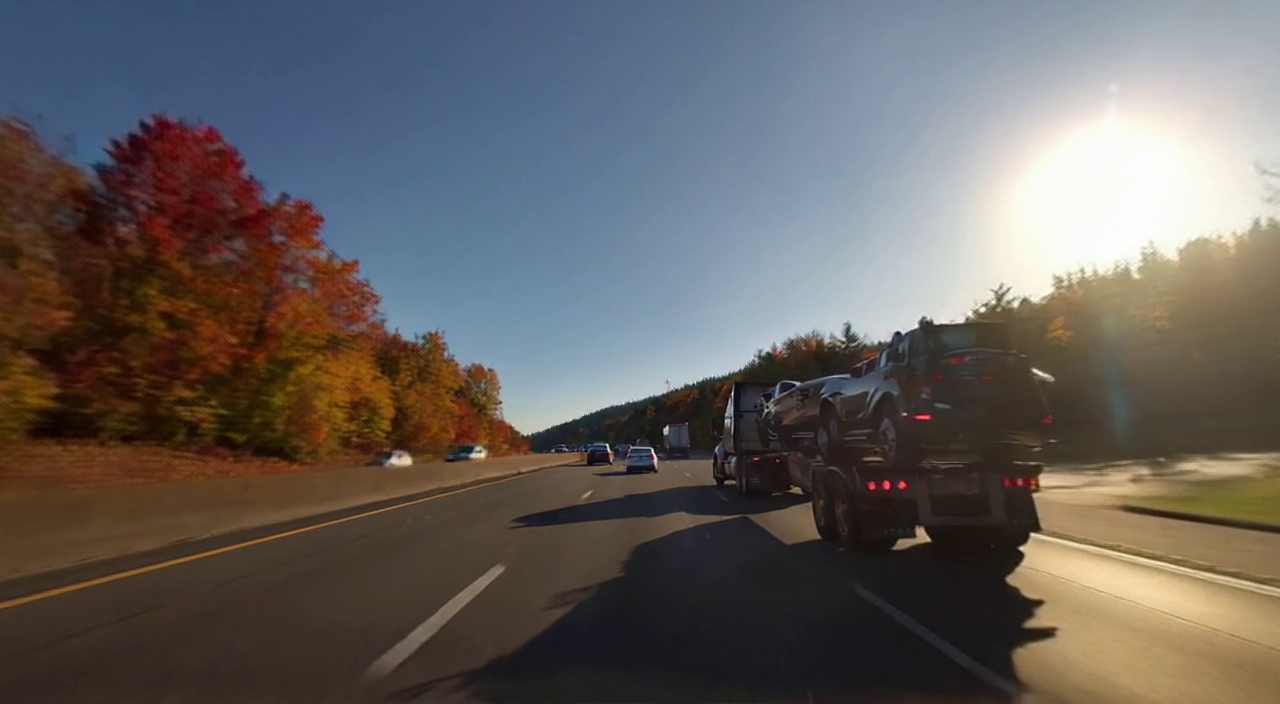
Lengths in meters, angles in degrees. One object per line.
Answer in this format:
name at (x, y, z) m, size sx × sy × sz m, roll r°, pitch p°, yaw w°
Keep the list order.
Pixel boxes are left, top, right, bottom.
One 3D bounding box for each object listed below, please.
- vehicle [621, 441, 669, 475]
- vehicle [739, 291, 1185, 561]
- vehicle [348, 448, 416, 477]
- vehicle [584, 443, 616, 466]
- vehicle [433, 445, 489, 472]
vehicle at (0.268, 5.074, 30.320) m, size 2.152 × 1.484 × 4.211 m, roll 0°, pitch -8°, yaw 1°
vehicle at (4.863, 1.806, 14.137) m, size 3.150 × 3.257 × 13.098 m, roll 0°, pitch -8°, yaw 0°
vehicle at (-14.317, 6.129, 35.146) m, size 1.844 × 1.493 × 4.292 m, roll 0°, pitch -8°, yaw 2°
vehicle at (-2.761, 7.181, 44.240) m, size 1.928 × 1.464 × 3.706 m, roll 0°, pitch -8°, yaw 1°
vehicle at (-10.364, 6.183, 36.736) m, size 1.955 × 1.488 × 4.226 m, roll 0°, pitch -8°, yaw 1°
